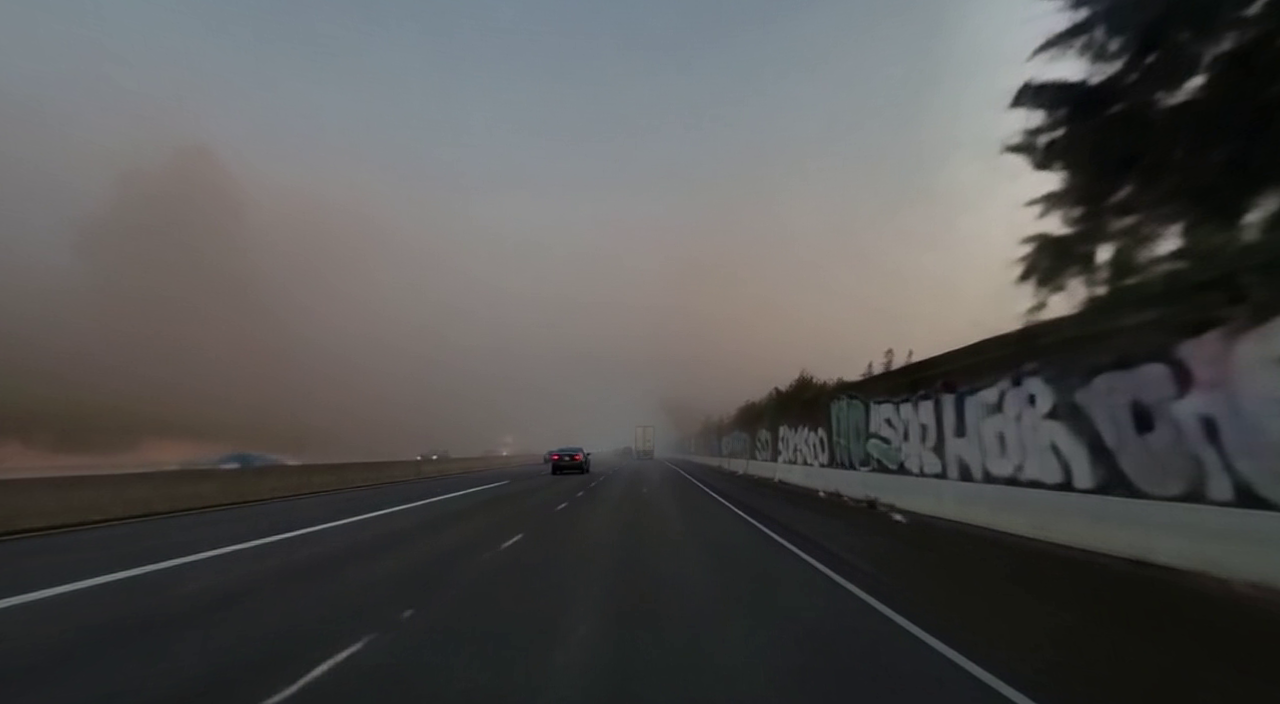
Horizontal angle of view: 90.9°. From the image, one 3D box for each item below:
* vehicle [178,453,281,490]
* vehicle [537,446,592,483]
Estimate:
[{"bbox_3d":[-18.336,5.328,28.389,1.776,1.488,4.159,0,-9,0],"label":"vehicle"},{"bbox_3d":[-3.205,4.861,27.530,1.803,1.466,4.509,0,-9,1],"label":"vehicle"}]
